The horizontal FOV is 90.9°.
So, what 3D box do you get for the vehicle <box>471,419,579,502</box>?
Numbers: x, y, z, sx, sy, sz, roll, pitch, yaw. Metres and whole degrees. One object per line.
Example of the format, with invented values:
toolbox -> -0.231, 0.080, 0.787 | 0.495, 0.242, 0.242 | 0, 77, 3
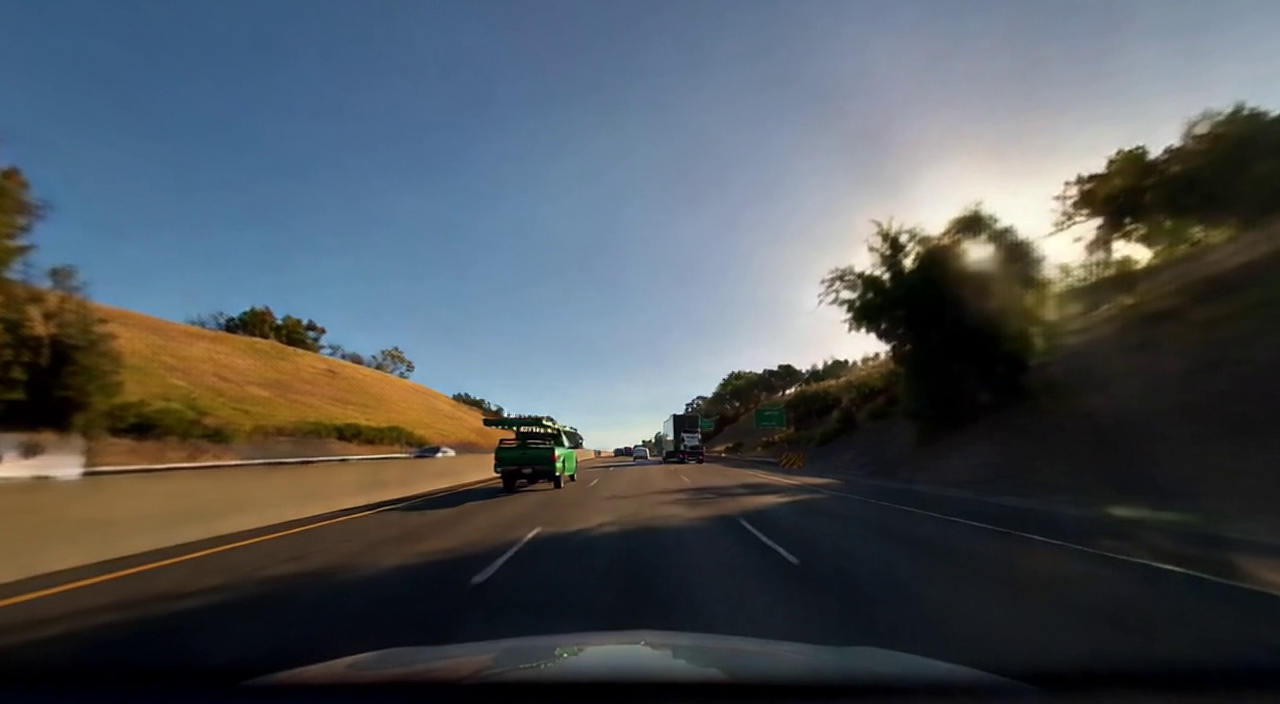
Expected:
vehicle -> -3.095, 3.058, 18.039 | 2.142, 2.044, 4.446 | 0, -9, 1
